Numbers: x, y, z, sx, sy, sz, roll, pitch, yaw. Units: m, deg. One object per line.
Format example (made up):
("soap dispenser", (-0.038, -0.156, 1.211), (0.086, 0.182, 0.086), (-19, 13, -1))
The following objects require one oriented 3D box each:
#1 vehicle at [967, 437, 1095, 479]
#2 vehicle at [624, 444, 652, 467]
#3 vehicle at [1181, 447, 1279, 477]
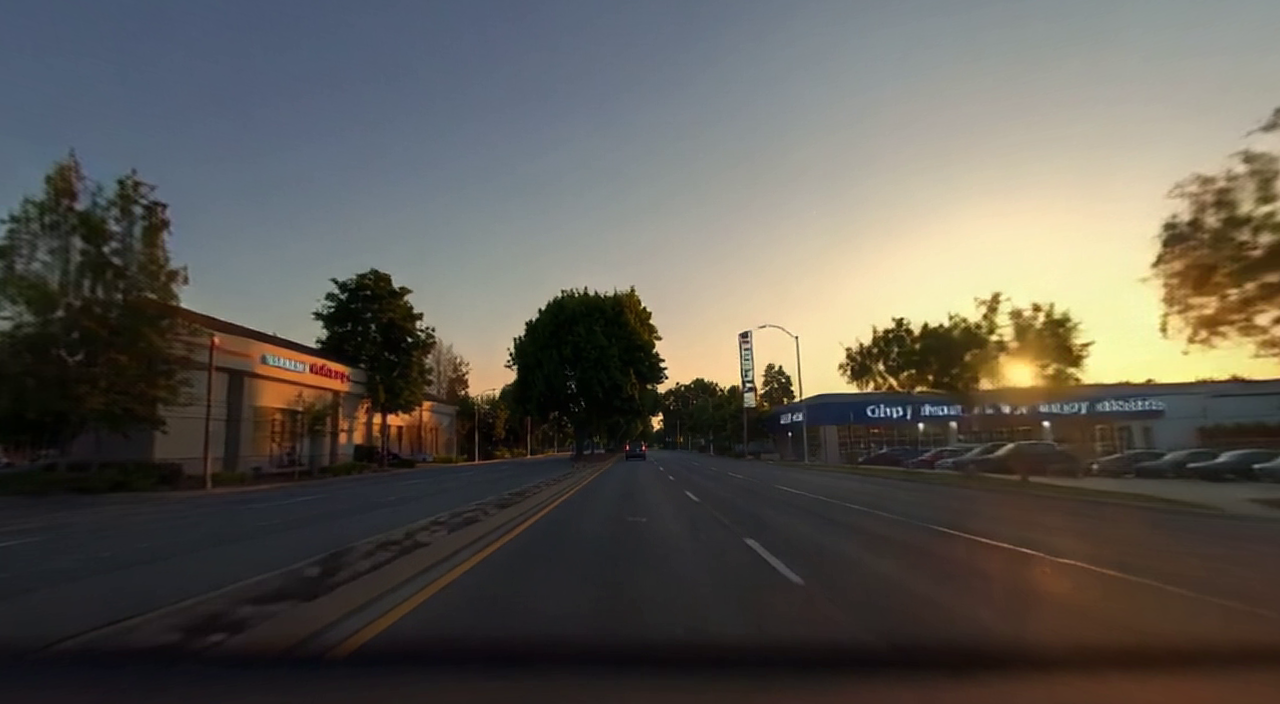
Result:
("vehicle", (18.890, 5.125, 30.715), (4.739, 1.916, 2.136), (0, -8, 1))
("vehicle", (-0.167, 8.061, 49.310), (2.095, 1.647, 4.205), (0, -8, -1))
("vehicle", (31.695, 5.881, 34.006), (1.739, 1.471, 3.811), (0, -8, -1))
